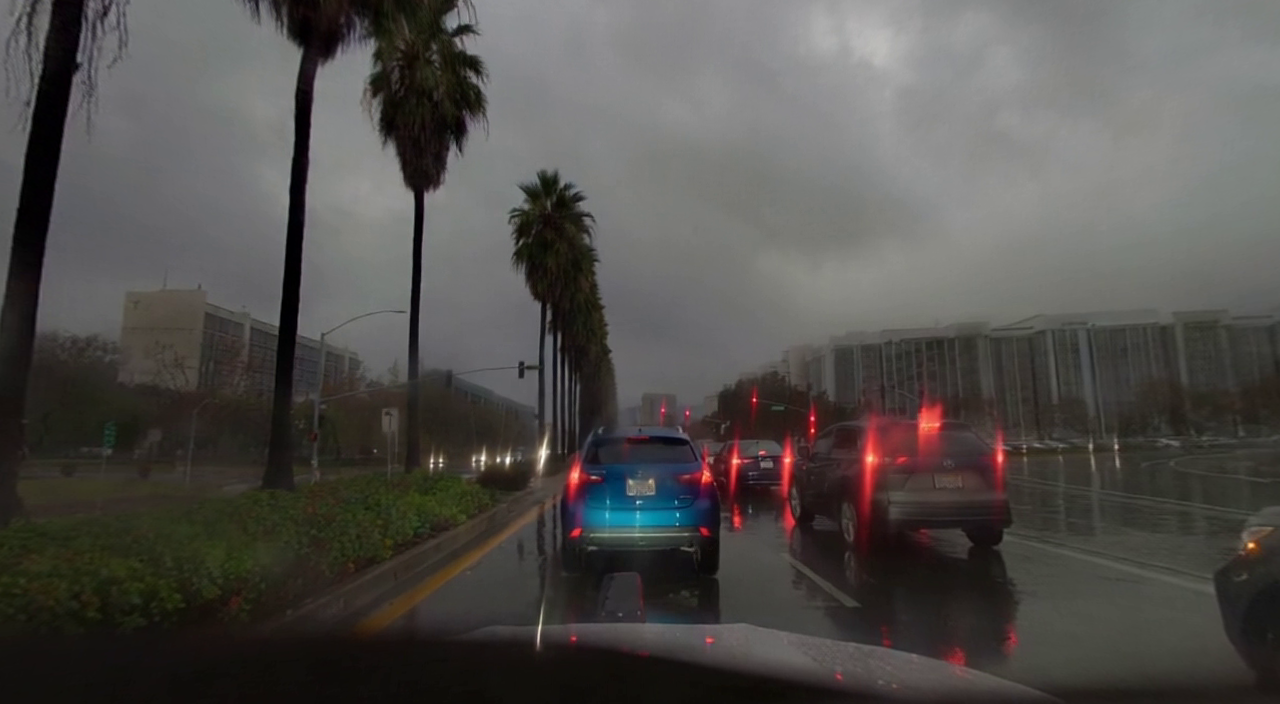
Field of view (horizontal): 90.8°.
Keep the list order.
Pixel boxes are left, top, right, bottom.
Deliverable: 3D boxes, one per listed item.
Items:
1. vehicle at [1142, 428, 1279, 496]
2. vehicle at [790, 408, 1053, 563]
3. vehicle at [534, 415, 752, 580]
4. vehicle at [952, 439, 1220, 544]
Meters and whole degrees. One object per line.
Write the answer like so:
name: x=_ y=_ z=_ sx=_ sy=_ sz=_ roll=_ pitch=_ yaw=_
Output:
vehicle: x=18.034 y=3.205 z=18.521 sx=4.786 sy=1.848 sz=2.107 roll=0 pitch=-9 yaw=-1
vehicle: x=3.665 y=1.820 z=9.254 sx=1.947 sy=1.725 sz=4.159 roll=0 pitch=-9 yaw=1
vehicle: x=0.027 y=1.707 z=8.139 sx=2.083 sy=1.572 sz=4.021 roll=0 pitch=-9 yaw=0
vehicle: x=7.361 y=2.299 z=11.059 sx=1.832 sy=1.477 sz=3.981 roll=0 pitch=-9 yaw=1
